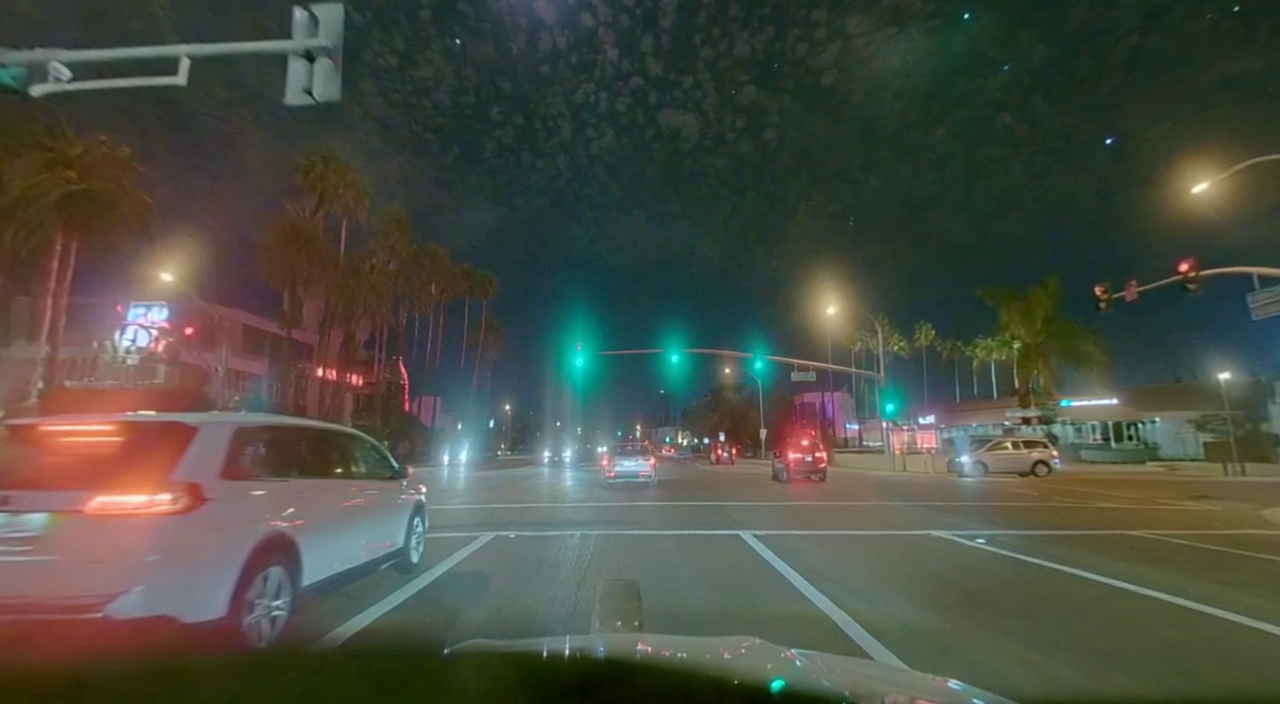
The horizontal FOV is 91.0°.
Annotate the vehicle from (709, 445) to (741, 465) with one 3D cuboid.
[{"bbox_3d":[6.429,7.861,48.108,1.777,1.443,3.942,0,-8,-2],"label":"vehicle"}]

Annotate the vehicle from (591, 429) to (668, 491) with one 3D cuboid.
[{"bbox_3d":[-0.319,3.535,20.944,2.277,1.816,4.192,0,-8,0],"label":"vehicle"}]

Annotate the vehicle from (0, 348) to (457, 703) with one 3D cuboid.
[{"bbox_3d":[-3.425,1.242,5.440,2.144,1.796,5.103,0,-8,0],"label":"vehicle"}]

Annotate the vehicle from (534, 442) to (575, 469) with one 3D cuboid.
[{"bbox_3d":[-5.342,6.518,39.790,2.028,1.489,4.386,-3,-8,-1],"label":"vehicle"}]

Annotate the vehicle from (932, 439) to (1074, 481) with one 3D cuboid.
[{"bbox_3d":[15.373,4.580,26.972,4.722,1.695,2.121,-2,-9,11],"label":"vehicle"}]

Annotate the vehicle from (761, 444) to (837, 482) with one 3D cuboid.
[{"bbox_3d":[6.717,4.745,27.197,1.975,1.483,4.769,0,-8,-1],"label":"vehicle"}]
